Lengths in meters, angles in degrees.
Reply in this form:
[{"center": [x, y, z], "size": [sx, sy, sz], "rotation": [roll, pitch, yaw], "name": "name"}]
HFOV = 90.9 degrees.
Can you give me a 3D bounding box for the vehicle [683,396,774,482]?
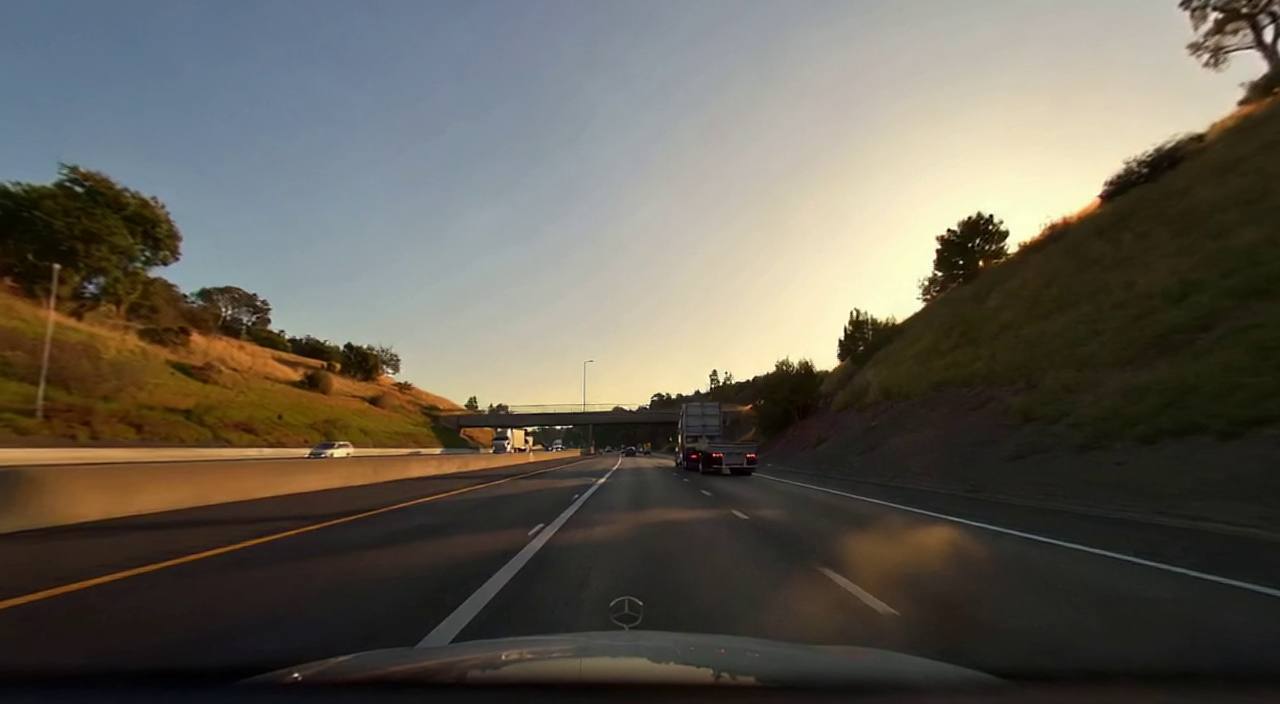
[{"center": [4.137, 4.586, 32.559], "size": [2.876, 3.586, 11.726], "rotation": [0, -9, 0], "name": "vehicle"}]
